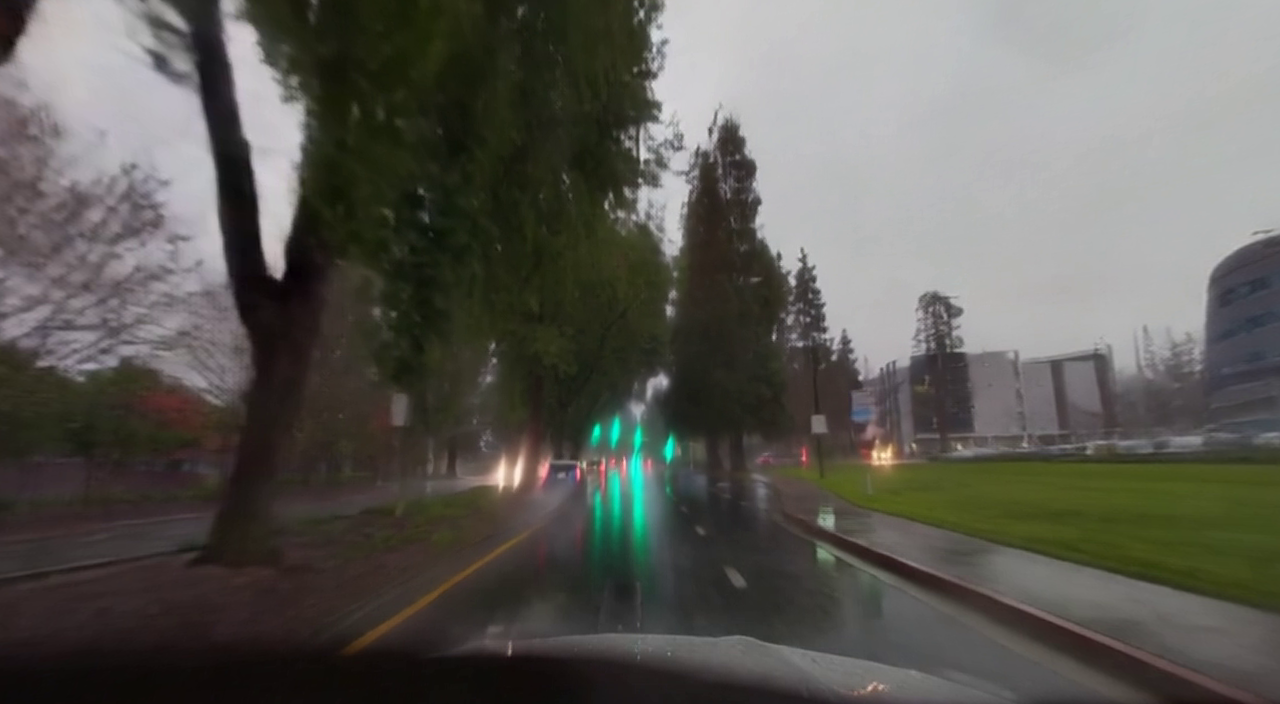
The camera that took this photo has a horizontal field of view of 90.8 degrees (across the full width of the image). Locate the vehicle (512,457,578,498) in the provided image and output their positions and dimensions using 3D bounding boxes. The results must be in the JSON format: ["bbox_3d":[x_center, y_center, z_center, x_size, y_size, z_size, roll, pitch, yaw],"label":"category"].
[{"bbox_3d":[-3.635,4.913,25.009,1.932,1.431,4.144,-1,-10,1],"label":"vehicle"}]
